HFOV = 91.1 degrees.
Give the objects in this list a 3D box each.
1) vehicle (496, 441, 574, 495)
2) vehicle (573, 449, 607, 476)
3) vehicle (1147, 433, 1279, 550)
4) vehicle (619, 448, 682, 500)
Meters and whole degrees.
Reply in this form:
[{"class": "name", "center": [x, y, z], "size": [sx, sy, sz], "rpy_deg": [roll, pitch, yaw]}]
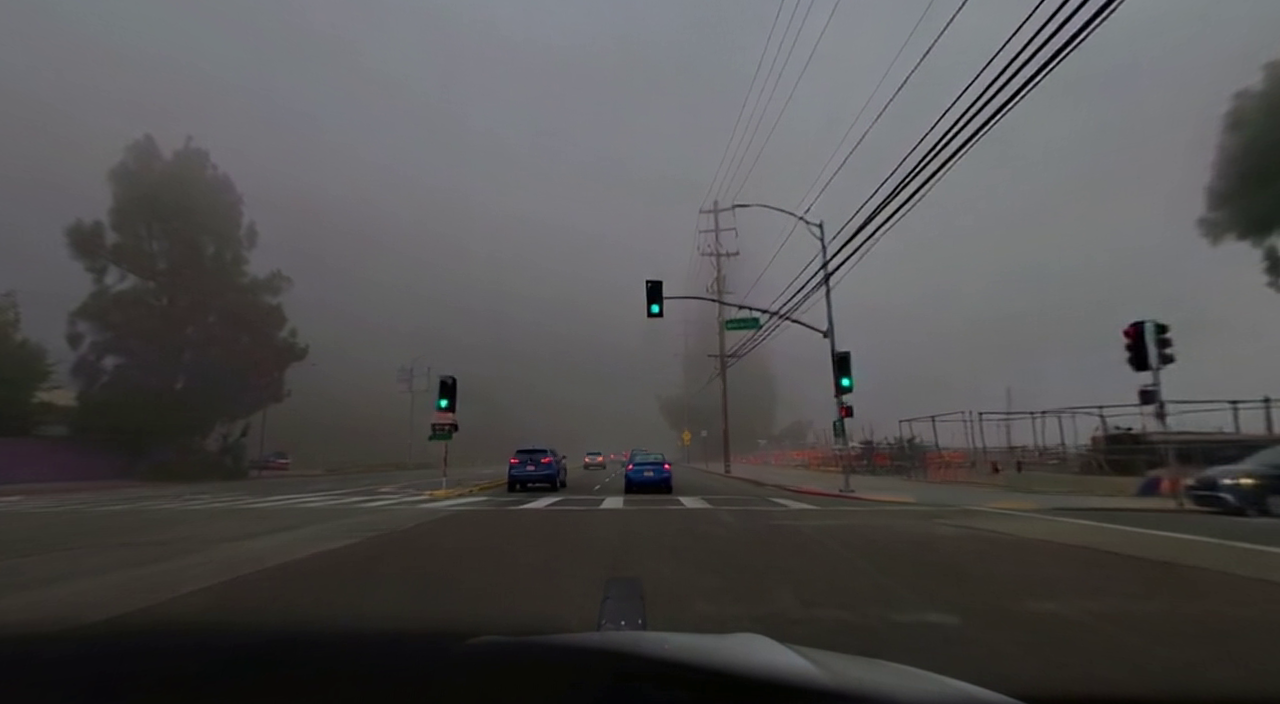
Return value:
[{"class": "vehicle", "center": [-3.784, 4.257, 23.418], "size": [2.078, 1.804, 4.387], "rpy_deg": [-1, -9, 1]}, {"class": "vehicle", "center": [-3.473, 7.711, 44.113], "size": [1.910, 1.713, 4.786], "rpy_deg": [-1, -9, 1]}, {"class": "vehicle", "center": [12.045, 2.241, 10.729], "size": [4.551, 1.759, 2.320], "rpy_deg": [-3, -9, 5]}, {"class": "vehicle", "center": [0.349, 4.348, 22.767], "size": [2.059, 1.691, 3.980], "rpy_deg": [0, -9, 0]}]
